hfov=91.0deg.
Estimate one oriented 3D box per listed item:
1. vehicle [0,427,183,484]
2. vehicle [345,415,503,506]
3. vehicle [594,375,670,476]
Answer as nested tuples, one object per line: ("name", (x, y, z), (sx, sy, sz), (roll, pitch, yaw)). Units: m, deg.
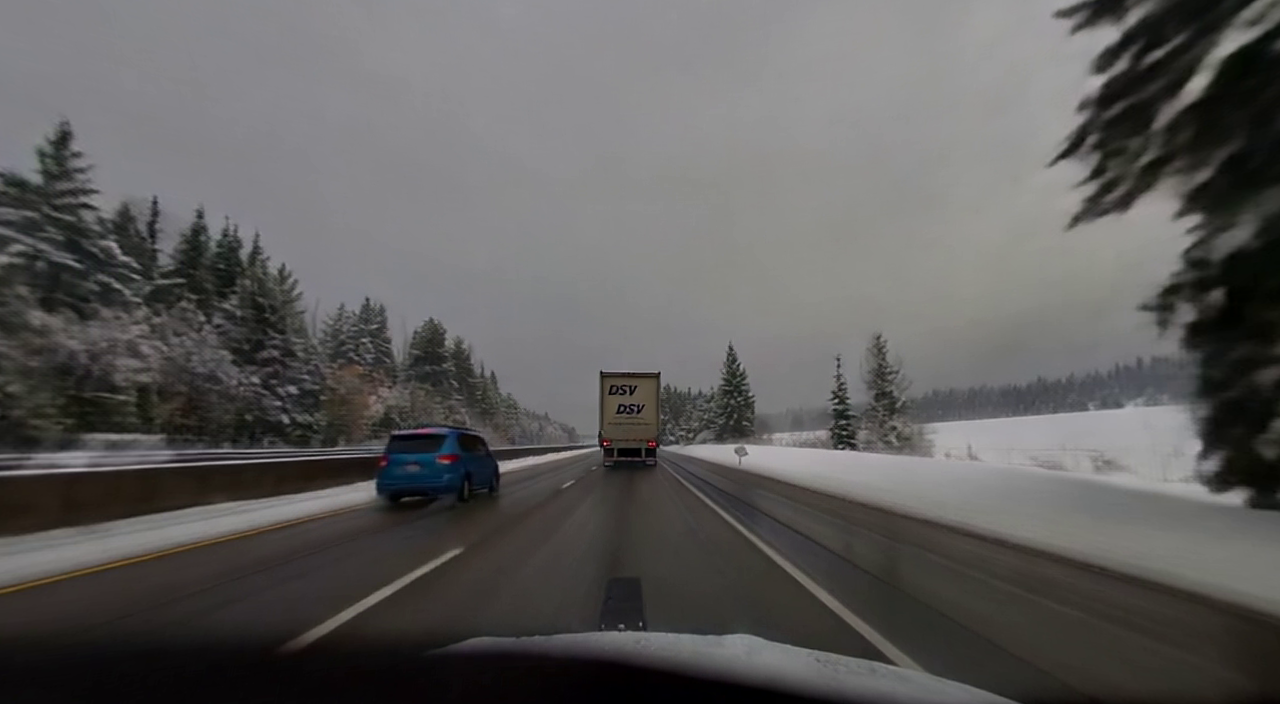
("vehicle", (-16.581, 3.100, 19.123), (1.902, 1.502, 4.621), (0, -8, -1))
("vehicle", (-4.785, 2.486, 14.807), (2.086, 1.778, 4.544), (0, -8, 0))
("vehicle", (-0.451, 3.605, 29.971), (2.969, 3.957, 10.270), (0, -8, -1))
